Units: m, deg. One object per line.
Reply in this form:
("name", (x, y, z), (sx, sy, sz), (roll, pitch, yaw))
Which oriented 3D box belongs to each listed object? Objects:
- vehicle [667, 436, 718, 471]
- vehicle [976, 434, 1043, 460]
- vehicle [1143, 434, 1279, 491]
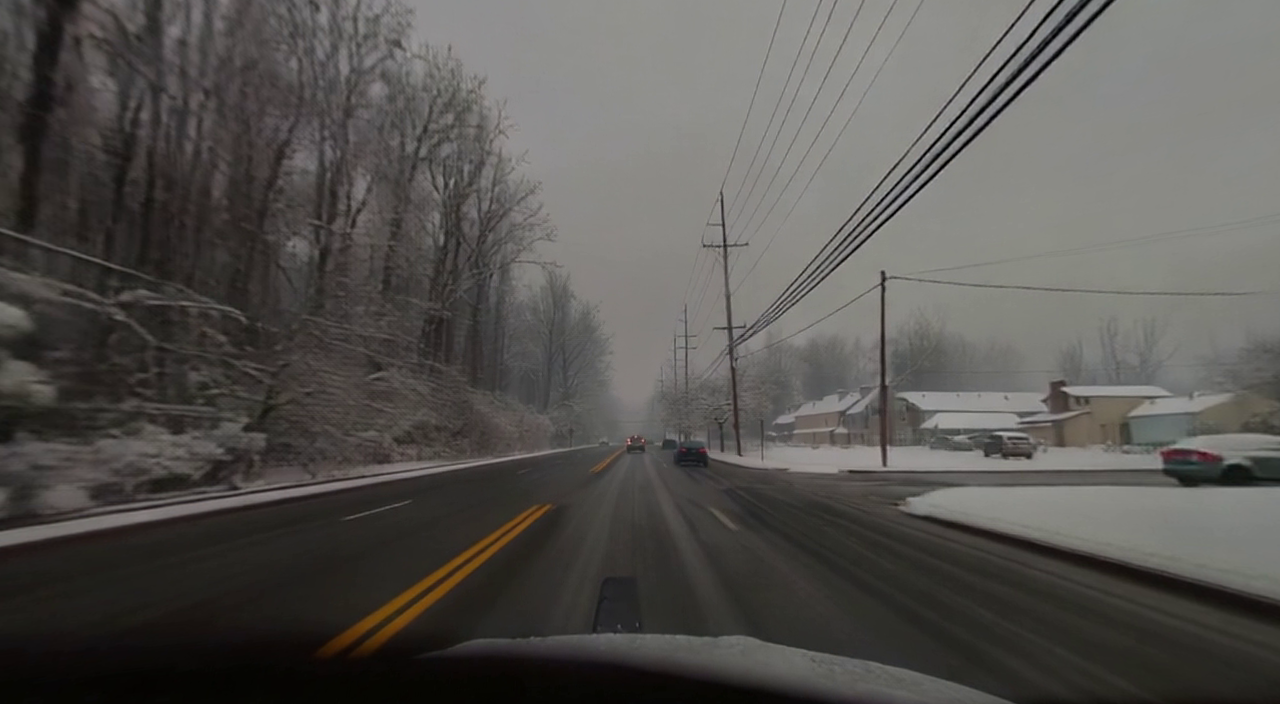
("vehicle", (2.313, 4.589, 28.627), (1.975, 1.497, 3.647), (0, -8, -1))
("vehicle", (22.299, 5.755, 38.153), (1.851, 1.458, 3.709), (0, -8, 1))
("vehicle", (17.060, 3.027, 17.347), (4.672, 1.463, 1.863), (0, -8, 2))
